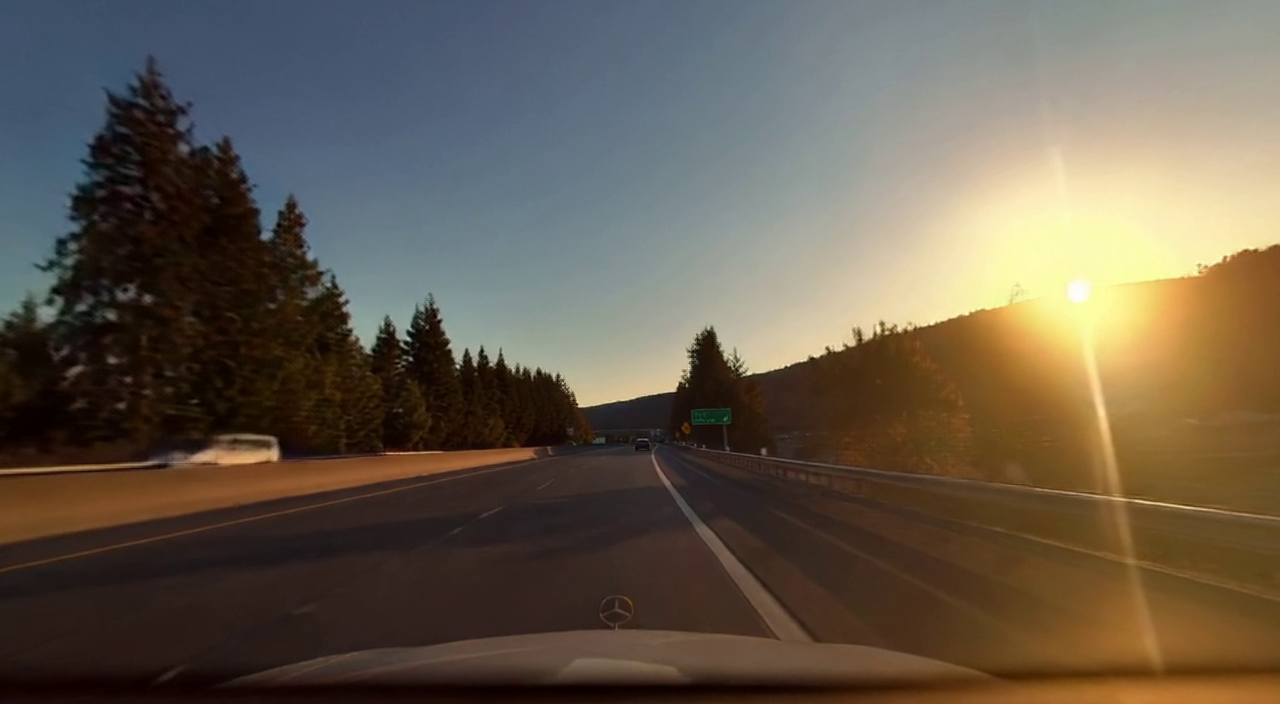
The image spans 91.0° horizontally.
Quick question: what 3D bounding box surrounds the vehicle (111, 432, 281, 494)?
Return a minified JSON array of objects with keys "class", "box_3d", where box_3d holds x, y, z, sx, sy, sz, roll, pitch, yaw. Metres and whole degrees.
[{"class":"vehicle","box_3d":[-14.180,3.538,20.571,2.097,1.750,4.773,0,-8,-1]}]
